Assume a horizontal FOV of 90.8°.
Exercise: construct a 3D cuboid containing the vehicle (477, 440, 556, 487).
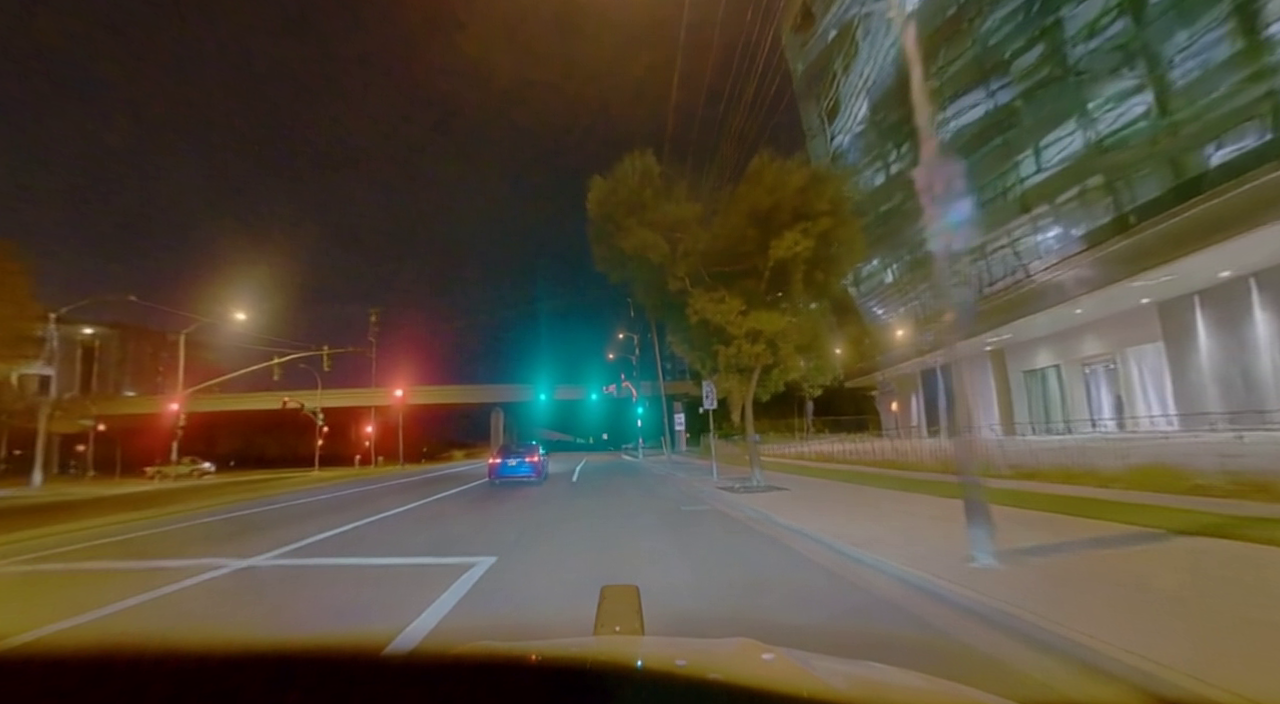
[{"bbox_3d":[-4.375,3.978,23.087,2.154,1.465,4.532,-1,-8,-3],"label":"vehicle"}]
